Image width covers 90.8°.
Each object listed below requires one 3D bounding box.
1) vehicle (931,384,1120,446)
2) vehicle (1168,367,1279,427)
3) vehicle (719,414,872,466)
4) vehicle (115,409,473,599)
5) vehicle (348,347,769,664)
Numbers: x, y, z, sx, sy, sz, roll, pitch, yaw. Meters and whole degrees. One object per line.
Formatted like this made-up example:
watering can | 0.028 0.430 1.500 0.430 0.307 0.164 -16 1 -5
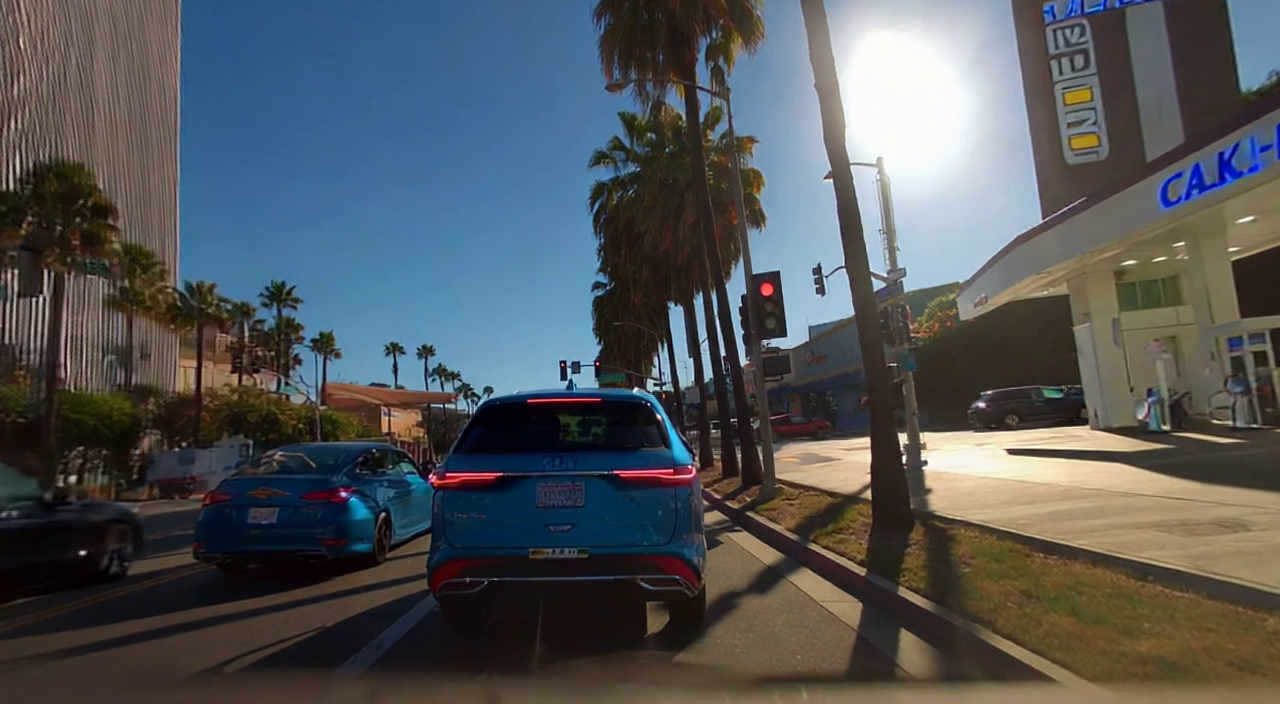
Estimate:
vehicle | 13.561 2.290 22.468 5.307 2.076 2.122 0 -8 -3
vehicle | 22.687 1.688 22.935 5.033 1.999 2.259 0 -8 -4
vehicle | 5.265 3.052 21.893 4.712 1.706 1.956 0 -8 -3
vehicle | -3.813 1.750 8.335 2.097 1.692 5.030 0 -8 -3
vehicle | -0.545 1.266 6.317 2.519 1.913 4.819 0 -8 -2
